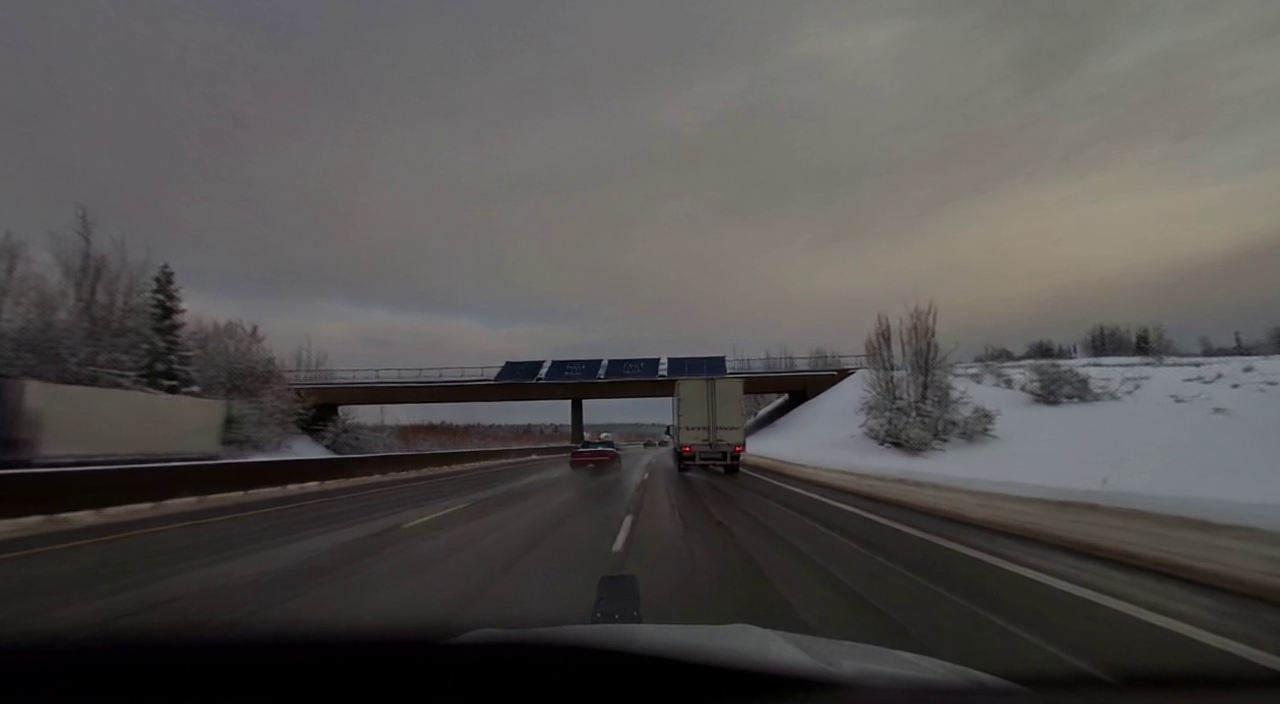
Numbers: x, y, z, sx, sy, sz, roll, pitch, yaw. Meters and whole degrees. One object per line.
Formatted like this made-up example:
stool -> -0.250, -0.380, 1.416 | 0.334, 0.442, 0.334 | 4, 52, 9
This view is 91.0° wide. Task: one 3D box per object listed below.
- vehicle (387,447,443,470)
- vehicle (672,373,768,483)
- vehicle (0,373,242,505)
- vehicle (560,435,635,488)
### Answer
vehicle -> -15.828, 7.491, 44.473 | 2.056, 1.520, 4.610 | -1, -8, 3
vehicle -> 2.904, 3.228, 26.042 | 2.967, 3.633, 10.015 | -1, -8, 2
vehicle -> -21.379, 3.343, 23.931 | 2.898, 4.112, 13.805 | -1, -8, 3
vehicle -> -1.313, 3.629, 21.236 | 2.066, 1.581, 4.268 | -1, -8, 2
